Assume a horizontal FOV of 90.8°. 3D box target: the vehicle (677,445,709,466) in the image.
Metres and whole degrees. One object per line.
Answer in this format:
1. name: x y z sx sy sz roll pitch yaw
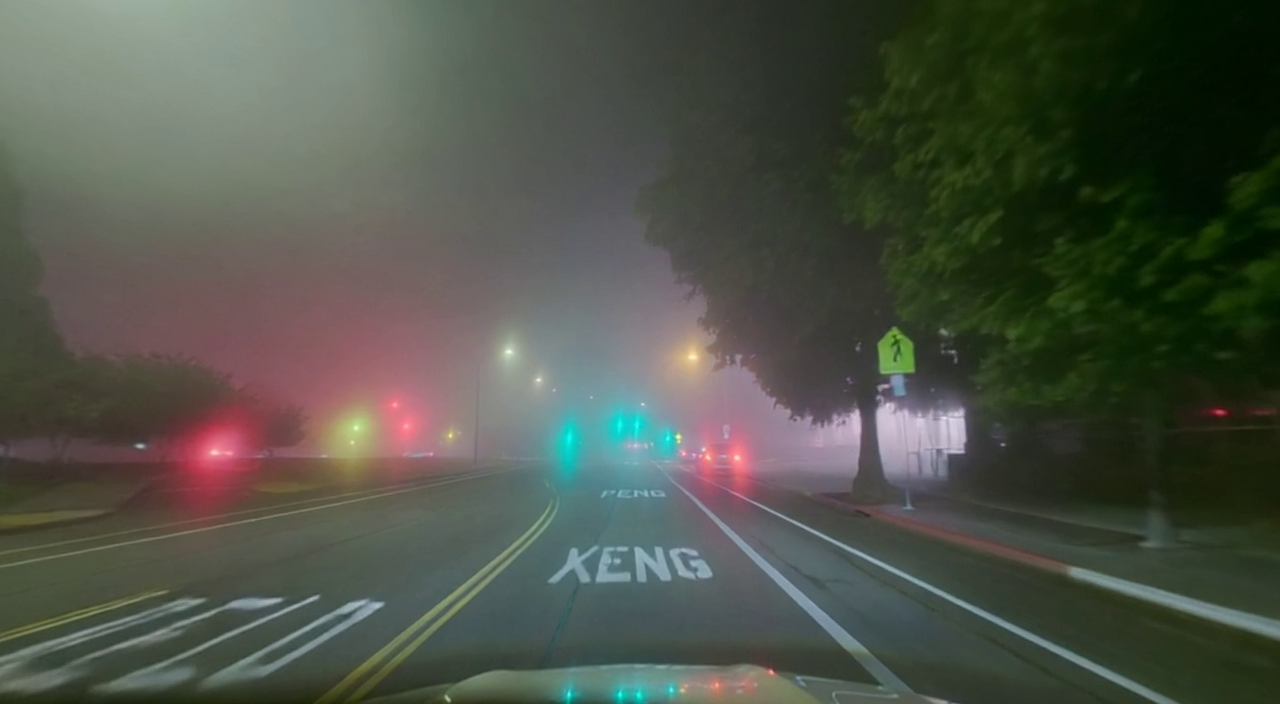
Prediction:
1. vehicle: 4.025 7.862 48.265 1.856 1.462 4.501 1 -8 -3

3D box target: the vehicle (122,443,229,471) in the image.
1. vehicle: -26.081 5.914 35.663 4.402 1.449 1.880 3 -7 -18

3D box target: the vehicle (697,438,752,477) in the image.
1. vehicle: 4.004 5.091 30.701 1.957 1.753 4.413 0 -8 -2
